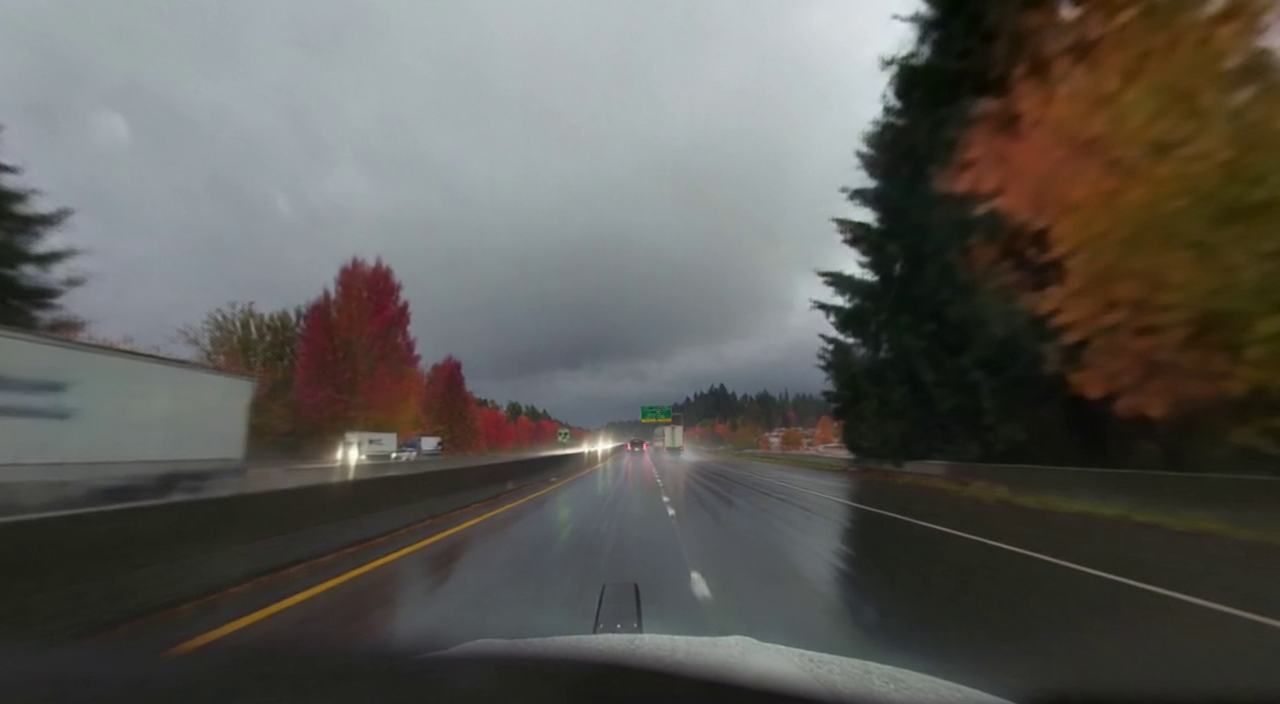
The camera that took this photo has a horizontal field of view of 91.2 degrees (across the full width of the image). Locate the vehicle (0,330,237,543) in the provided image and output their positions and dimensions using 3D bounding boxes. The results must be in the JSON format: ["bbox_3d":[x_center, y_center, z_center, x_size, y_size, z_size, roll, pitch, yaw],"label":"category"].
[{"bbox_3d":[-14.079,1.653,12.204,3.063,4.134,14.156,0,-9,0],"label":"vehicle"}]
